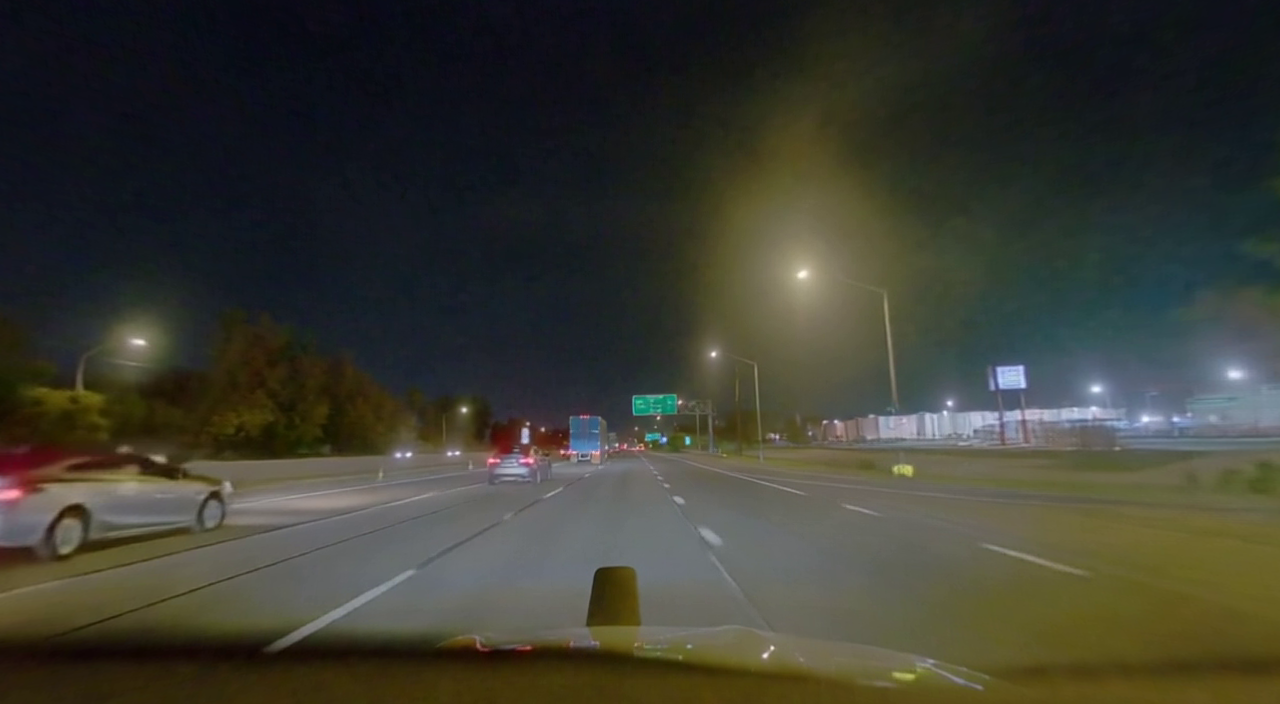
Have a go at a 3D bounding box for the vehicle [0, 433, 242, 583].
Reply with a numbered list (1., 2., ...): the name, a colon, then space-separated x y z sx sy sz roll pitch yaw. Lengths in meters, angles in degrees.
1. vehicle: -7.420 1.799 7.857 2.026 1.477 4.467 0 -9 0

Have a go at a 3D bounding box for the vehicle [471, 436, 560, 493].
1. vehicle: -3.932 3.618 20.641 2.033 1.669 4.112 0 -9 0
